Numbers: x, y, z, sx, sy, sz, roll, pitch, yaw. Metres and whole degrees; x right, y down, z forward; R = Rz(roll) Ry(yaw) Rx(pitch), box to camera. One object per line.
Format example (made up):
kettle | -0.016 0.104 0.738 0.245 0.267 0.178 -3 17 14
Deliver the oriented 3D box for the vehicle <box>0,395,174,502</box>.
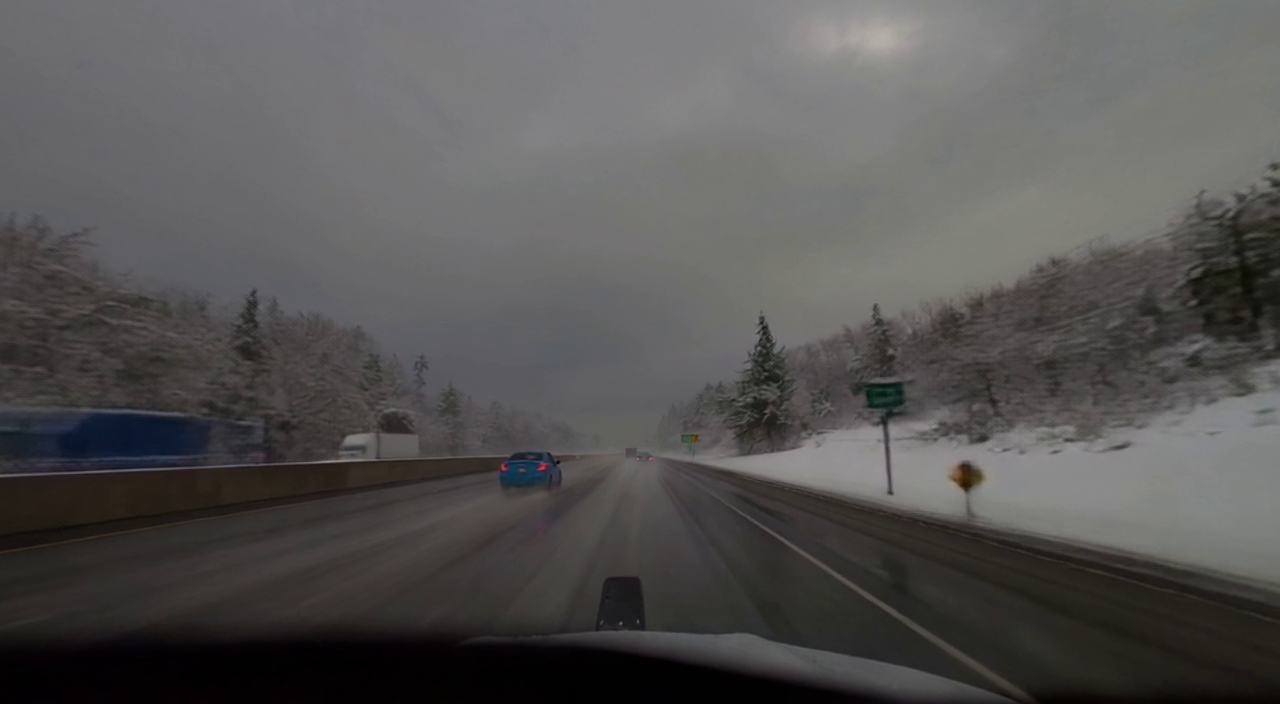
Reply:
vehicle | -19.633 3.246 21.152 2.667 3.022 6.766 0 -9 1

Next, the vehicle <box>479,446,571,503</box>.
vehicle | -3.291 3.592 18.911 1.978 1.498 4.080 0 -9 0
